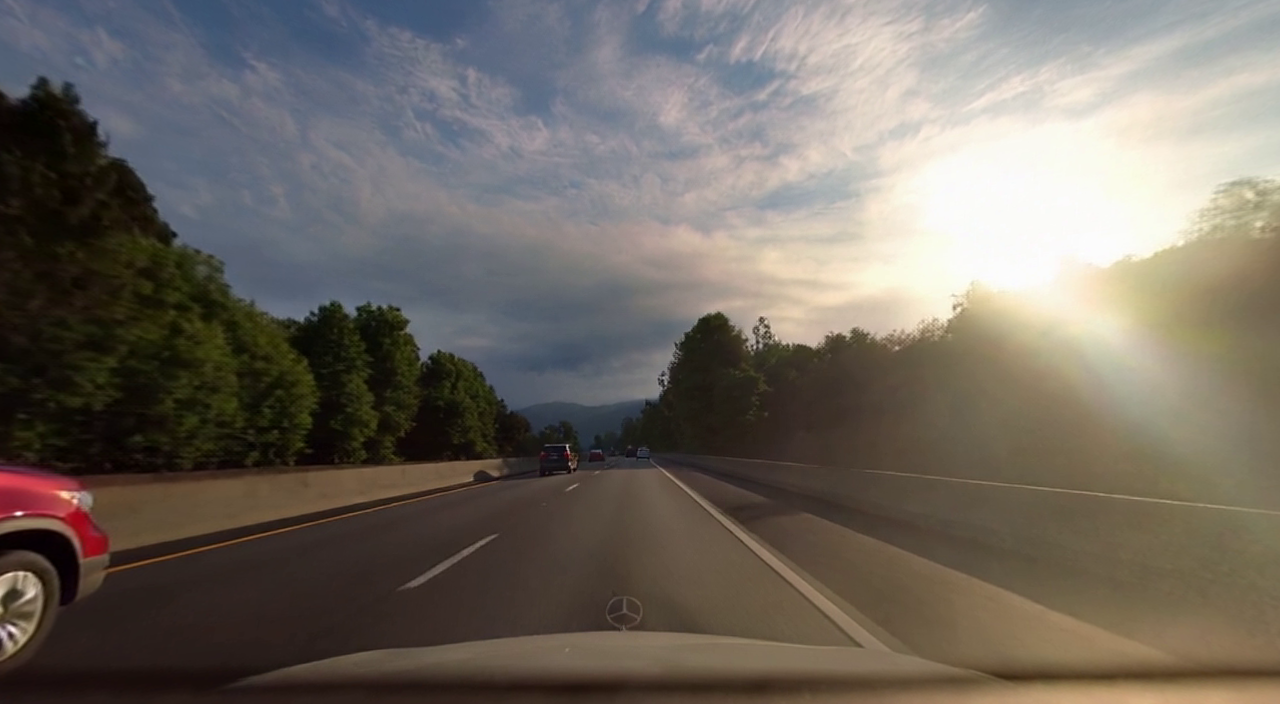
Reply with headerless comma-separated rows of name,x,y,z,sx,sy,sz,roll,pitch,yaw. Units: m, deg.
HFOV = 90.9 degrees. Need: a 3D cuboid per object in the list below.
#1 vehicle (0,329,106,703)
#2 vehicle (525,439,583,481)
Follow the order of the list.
vehicle,-4.408,0.584,1.487,2.102,1.941,4.703,0,-9,0
vehicle,-3.931,5.024,29.575,2.056,1.811,4.202,0,-9,1
